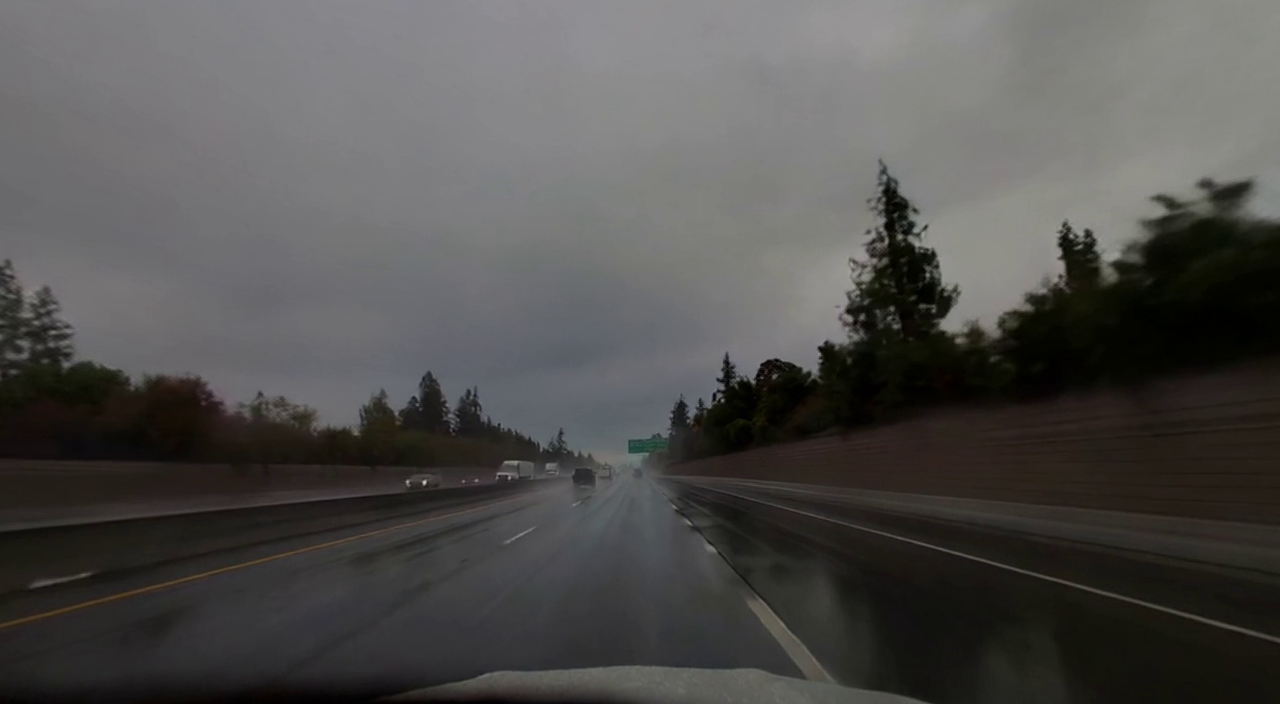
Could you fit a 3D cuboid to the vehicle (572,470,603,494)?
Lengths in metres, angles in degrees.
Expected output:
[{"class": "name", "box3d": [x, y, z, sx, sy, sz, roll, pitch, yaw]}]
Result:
[{"class": "vehicle", "box3d": [-3.578, 8.919, 43.391, 1.863, 1.486, 3.852, 1, -11, -1]}]
